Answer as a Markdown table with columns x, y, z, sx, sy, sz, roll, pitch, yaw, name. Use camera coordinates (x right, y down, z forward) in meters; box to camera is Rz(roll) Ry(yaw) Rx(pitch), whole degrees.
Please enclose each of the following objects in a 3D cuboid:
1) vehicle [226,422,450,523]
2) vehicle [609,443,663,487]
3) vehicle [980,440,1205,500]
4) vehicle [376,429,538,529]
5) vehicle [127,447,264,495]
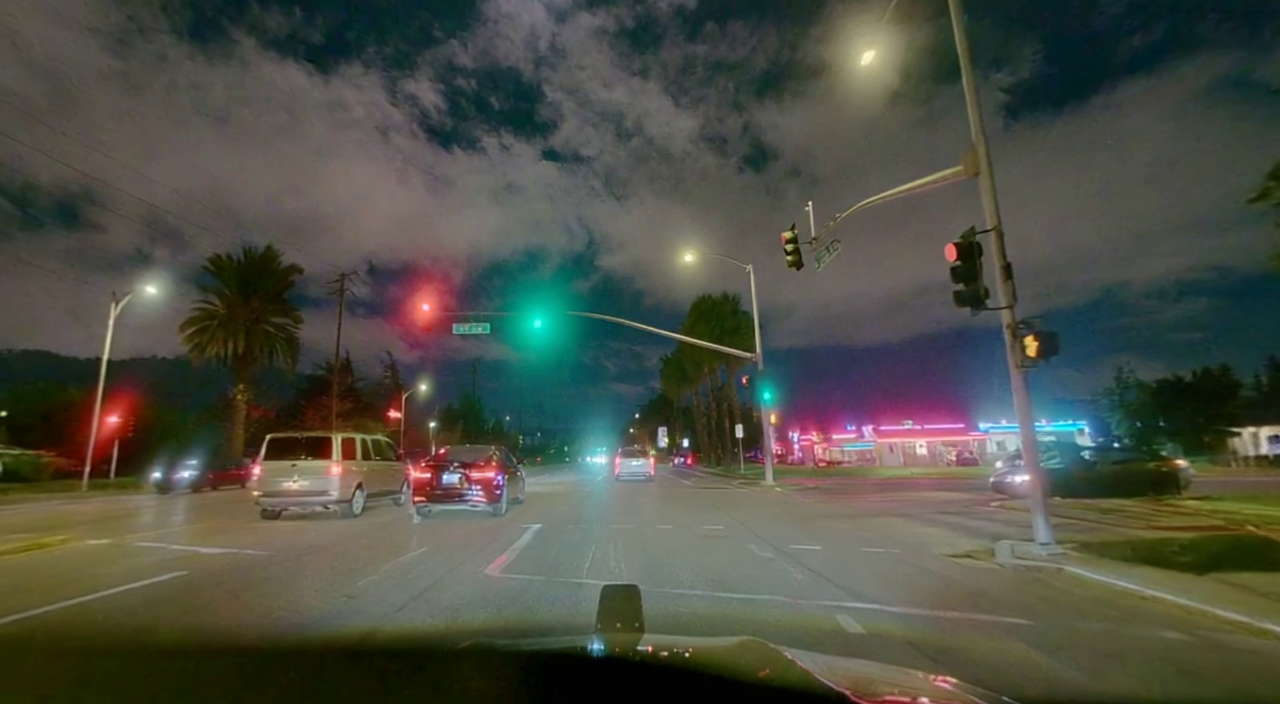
| x | y | z | sx | sy | sz | roll | pitch | yaw | name |
| --- | --- | --- | --- | --- | --- | --- | --- | --- | --- |
| -7.094 | 2.935 | 15.988 | 2.457 | 2.010 | 6.330 | 0 | -9 | 1 | vehicle |
| -0.177 | 5.102 | 28.672 | 2.280 | 1.803 | 4.240 | 0 | -9 | 0 | vehicle |
| 12.336 | 3.230 | 17.436 | 4.649 | 1.496 | 2.061 | 0 | -9 | -1 | vehicle |
| -3.749 | 2.688 | 13.928 | 2.116 | 1.806 | 4.516 | 0 | -9 | 1 | vehicle |
| -18.590 | 4.963 | 26.691 | 2.323 | 1.828 | 4.675 | 0 | -9 | 0 | vehicle |
